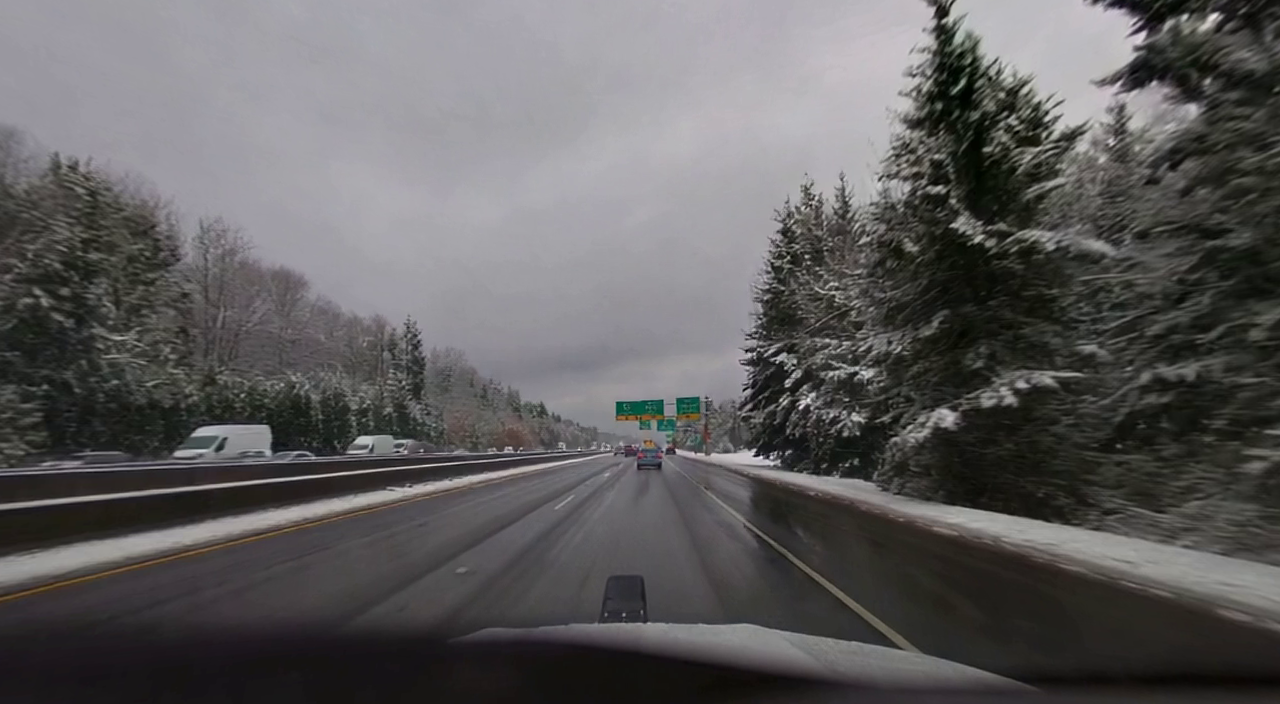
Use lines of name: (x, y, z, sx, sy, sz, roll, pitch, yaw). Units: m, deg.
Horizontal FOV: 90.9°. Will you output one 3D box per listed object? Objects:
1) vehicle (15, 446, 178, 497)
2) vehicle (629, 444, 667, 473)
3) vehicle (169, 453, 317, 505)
vehicle: (-20.658, 4.524, 24.321, 2.085, 1.735, 4.687, 0, -9, 0)
vehicle: (0.391, 5.755, 34.095, 1.960, 1.456, 3.818, 0, -9, 0)
vehicle: (-12.789, 4.082, 20.705, 1.950, 1.477, 4.403, 0, -9, 1)
